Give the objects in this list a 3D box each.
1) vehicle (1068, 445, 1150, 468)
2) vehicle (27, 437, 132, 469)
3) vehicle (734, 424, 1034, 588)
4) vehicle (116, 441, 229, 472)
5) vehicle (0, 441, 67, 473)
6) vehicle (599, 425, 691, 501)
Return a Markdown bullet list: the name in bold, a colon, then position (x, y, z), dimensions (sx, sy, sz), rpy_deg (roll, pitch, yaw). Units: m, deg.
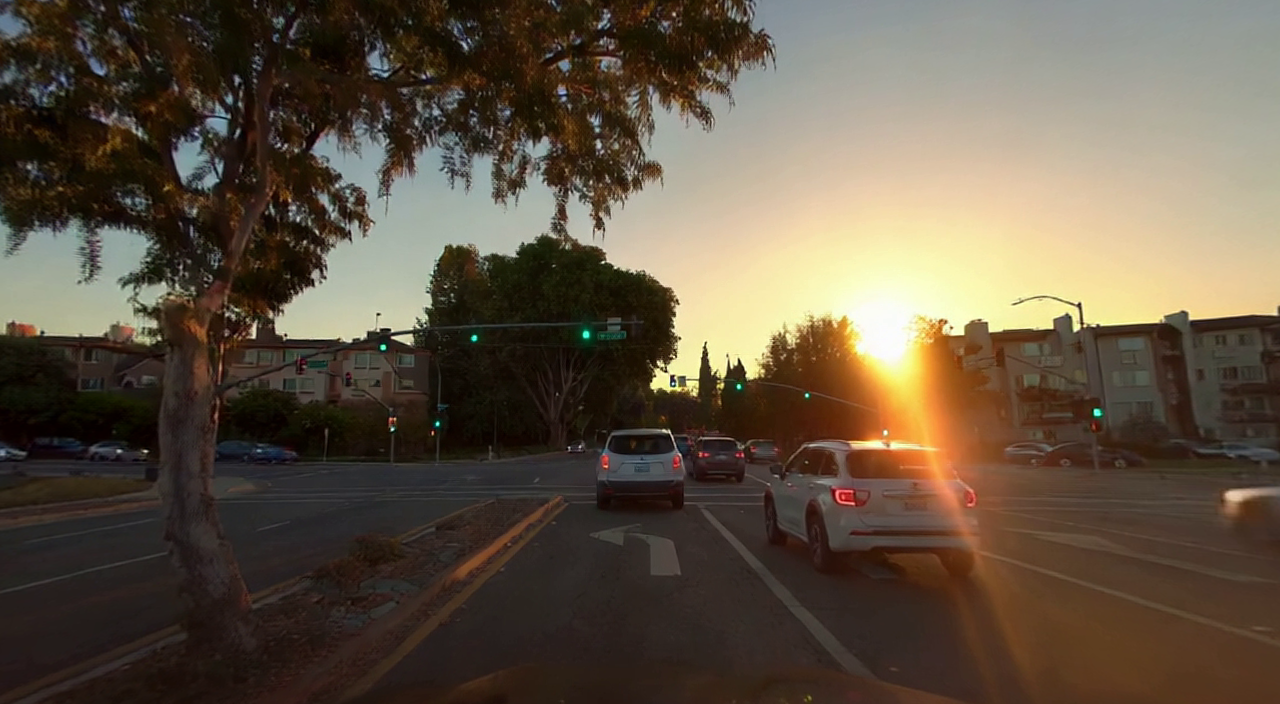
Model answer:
- **vehicle**: position (33.097, 7.362, 44.505), dimensions (4.215, 1.618, 1.949), rpy_deg (0, -8, -2)
- **vehicle**: position (-36.856, 6.630, 41.531), dimensions (4.771, 1.778, 2.032), rpy_deg (3, -8, -3)
- **vehicle**: position (2.568, 1.741, 8.038), dimensions (2.009, 1.480, 4.423), rpy_deg (0, -8, -1)
- **vehicle**: position (-26.346, 5.888, 35.634), dimensions (4.724, 1.630, 1.968), rpy_deg (0, -8, -3)
- **vehicle**: position (-35.038, 5.780, 34.937), dimensions (4.465, 1.693, 1.959), rpy_deg (2, -9, -1)
- **vehicle**: position (0.073, 2.837, 16.488), dimensions (2.099, 1.705, 4.020), rpy_deg (0, -8, -1)
